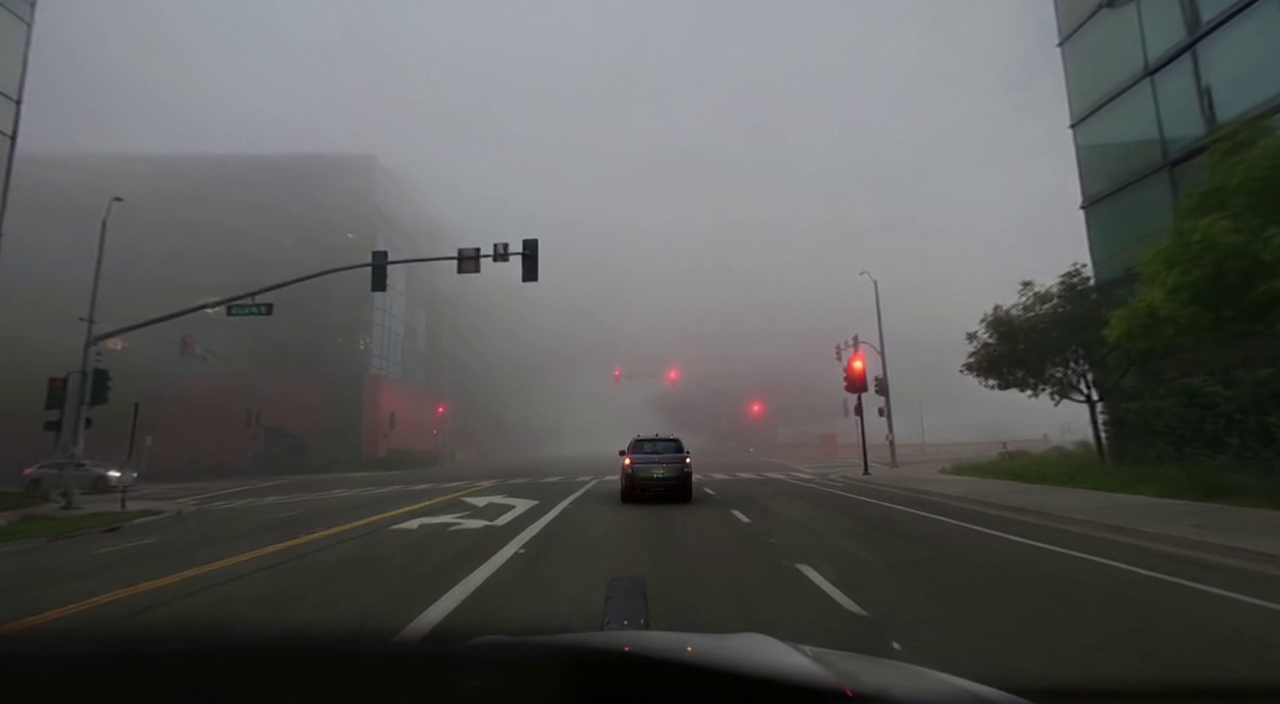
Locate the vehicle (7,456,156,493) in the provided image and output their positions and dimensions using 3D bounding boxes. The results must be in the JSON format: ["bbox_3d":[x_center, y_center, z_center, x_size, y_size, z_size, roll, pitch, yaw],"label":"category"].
[{"bbox_3d":[-23.833,5.213,27.009,4.494,1.475,1.893,0,-8,-1],"label":"vehicle"}]

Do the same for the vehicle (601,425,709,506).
[{"bbox_3d":[0.305,2.611,14.906,2.184,1.640,4.086,0,-8,0],"label":"vehicle"}]
